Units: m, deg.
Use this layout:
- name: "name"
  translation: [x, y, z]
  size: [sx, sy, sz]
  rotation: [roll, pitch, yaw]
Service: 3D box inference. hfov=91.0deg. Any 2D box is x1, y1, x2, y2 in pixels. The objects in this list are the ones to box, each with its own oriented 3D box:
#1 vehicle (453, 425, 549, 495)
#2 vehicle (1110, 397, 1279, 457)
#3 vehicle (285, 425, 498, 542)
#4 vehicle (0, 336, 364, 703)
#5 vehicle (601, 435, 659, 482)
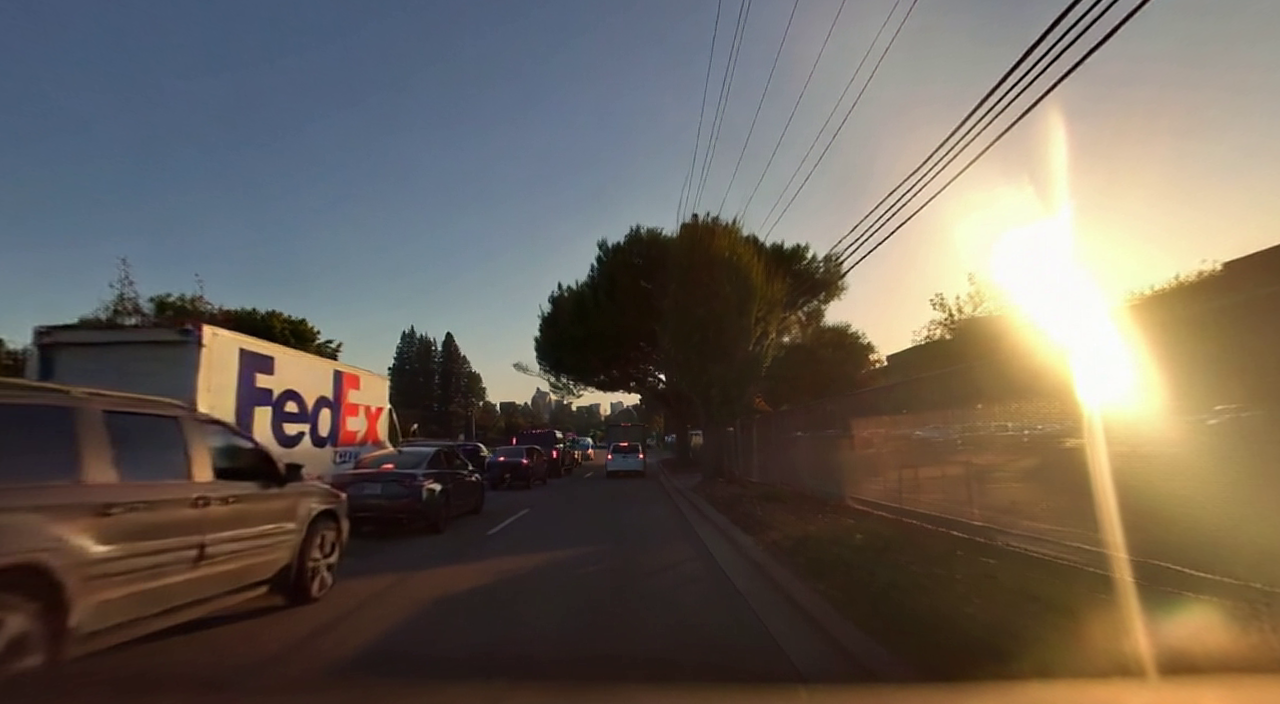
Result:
- name: "vehicle"
  translation: [-4.064, 3.244, 19.262]
  size: [1.956, 1.865, 4.624]
  rotation: [0, -9, -1]
- name: "vehicle"
  translation: [32.691, 4.384, 36.437]
  size: [8.848, 3.271, 2.774]
  rotation: [0, -9, -5]
- name: "vehicle"
  translation: [-4.029, 2.196, 11.169]
  size: [2.014, 1.637, 4.382]
  rotation: [0, -9, -1]
- name: "vehicle"
  translation: [-3.827, 0.981, 3.557]
  size: [2.263, 1.803, 4.868]
  rotation: [0, -9, 0]
- name: "vehicle"
  translation: [-0.405, 4.111, 24.517]
  size: [2.055, 1.671, 4.147]
  rotation: [0, -9, -1]
